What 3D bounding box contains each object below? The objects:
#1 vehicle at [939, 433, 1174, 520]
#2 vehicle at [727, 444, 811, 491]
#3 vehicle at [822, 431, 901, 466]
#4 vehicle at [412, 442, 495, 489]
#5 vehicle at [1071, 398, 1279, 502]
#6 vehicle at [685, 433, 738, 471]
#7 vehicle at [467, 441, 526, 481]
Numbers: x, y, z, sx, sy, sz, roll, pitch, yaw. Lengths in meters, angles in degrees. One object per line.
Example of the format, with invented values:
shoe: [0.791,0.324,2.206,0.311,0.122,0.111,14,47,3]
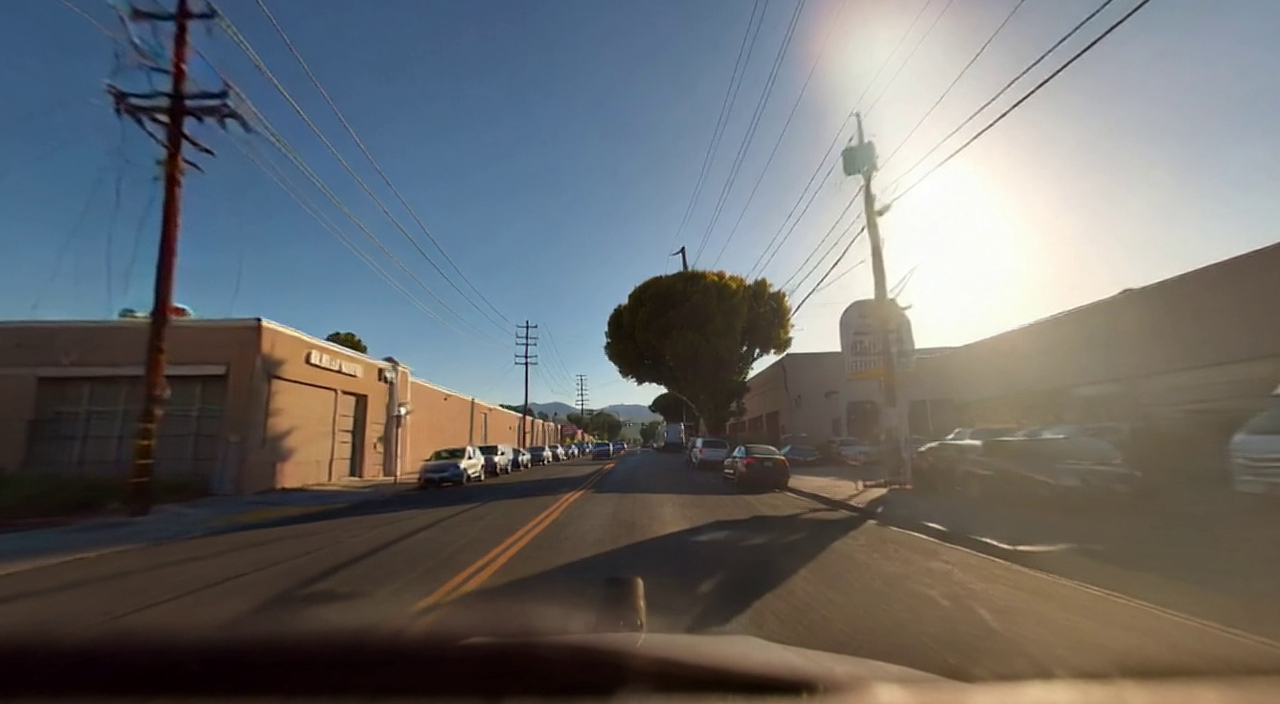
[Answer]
vehicle: [8.273,2.477,13.191,1.973,1.485,4.377,-1,-8,1]
vehicle: [4.361,3.945,22.093,1.919,1.453,4.425,0,-8,-1]
vehicle: [12.073,5.329,34.814,1.965,1.705,4.677,0,-8,-10]
vehicle: [-7.685,4.705,26.546,2.194,1.775,4.482,0,-8,-1]
vehicle: [12.754,2.041,13.469,5.648,1.973,2.222,0,-8,-6]
vehicle: [3.974,5.695,36.192,2.218,1.956,5.916,0,-8,-1]
vehicle: [-7.338,5.592,32.785,1.933,1.754,4.514,-3,-7,1]
